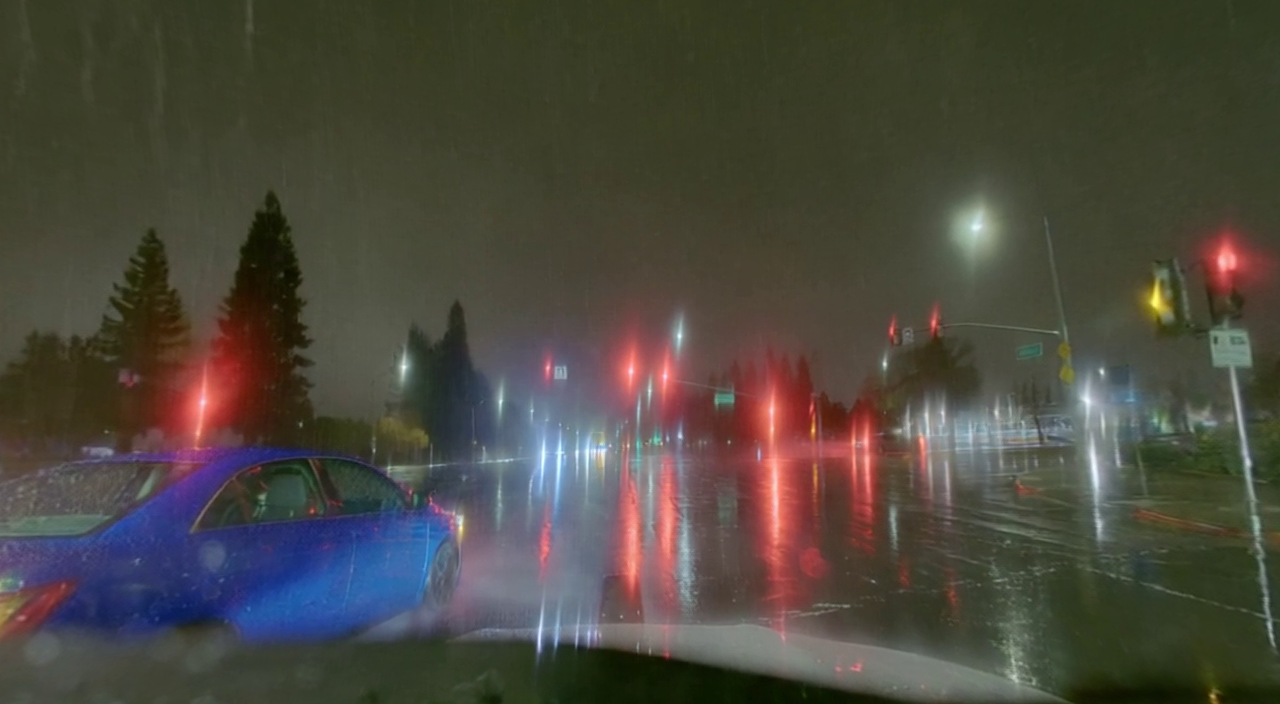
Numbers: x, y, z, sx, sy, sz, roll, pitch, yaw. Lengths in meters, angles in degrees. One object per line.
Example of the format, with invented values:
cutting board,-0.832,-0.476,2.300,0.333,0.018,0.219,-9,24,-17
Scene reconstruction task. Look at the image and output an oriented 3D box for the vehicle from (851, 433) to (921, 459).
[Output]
vehicle,17.632,6.749,45.238,4.600,1.783,1.970,4,-10,-26
